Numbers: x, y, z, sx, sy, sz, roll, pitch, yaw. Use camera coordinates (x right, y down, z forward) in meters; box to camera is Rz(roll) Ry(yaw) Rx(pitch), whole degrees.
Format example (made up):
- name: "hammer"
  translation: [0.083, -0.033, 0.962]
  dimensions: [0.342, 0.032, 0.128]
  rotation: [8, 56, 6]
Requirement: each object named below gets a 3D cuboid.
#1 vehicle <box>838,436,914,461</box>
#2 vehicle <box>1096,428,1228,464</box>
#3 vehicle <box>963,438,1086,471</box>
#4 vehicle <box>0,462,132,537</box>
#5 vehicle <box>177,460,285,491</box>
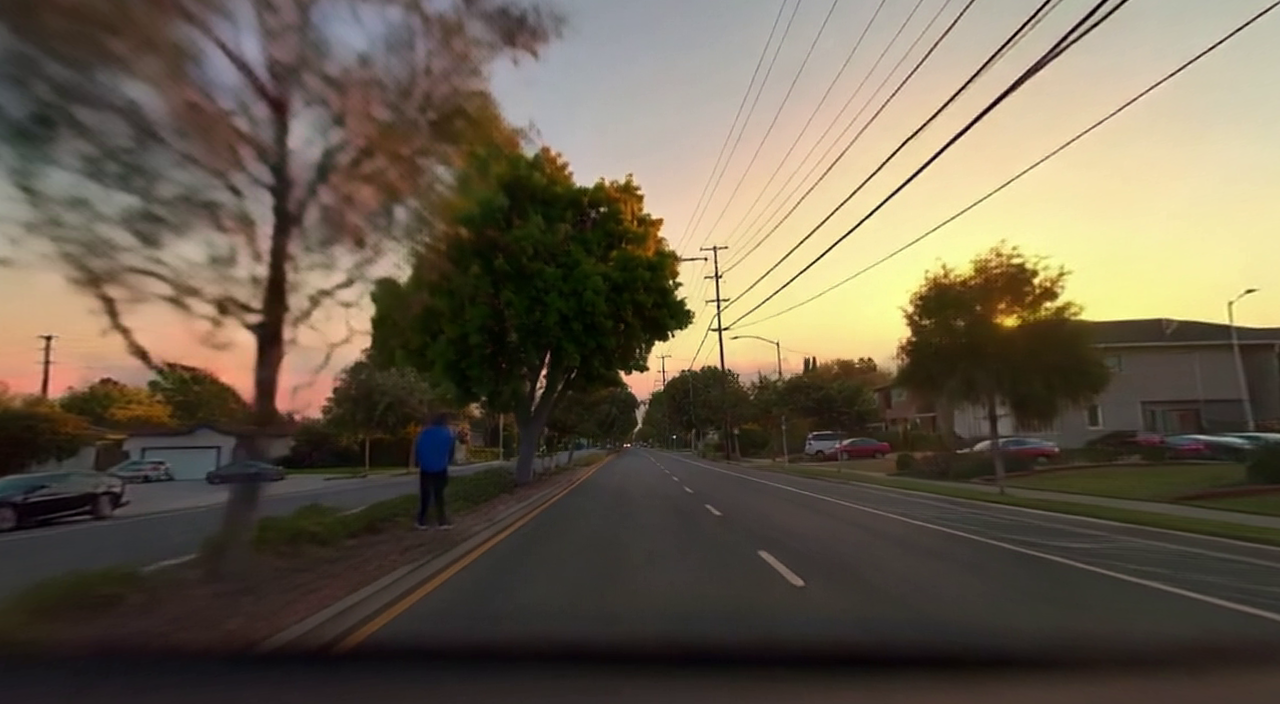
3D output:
- name: "vehicle"
  translation: [16.967, 6.967, 45.600]
  dimensions: [4.560, 1.725, 2.096]
  rotation: [0, -8, -3]
- name: "vehicle"
  translation: [31.280, 5.657, 38.121]
  dimensions: [2.206, 1.971, 5.600]
  rotation: [3, -9, -21]
- name: "vehicle"
  translation: [17.494, 4.682, 28.920]
  dimensions: [4.246, 1.427, 2.055]
  rotation: [0, -8, 0]
- name: "vehicle"
  translation: [-15.428, 3.684, 15.906]
  dimensions: [2.106, 1.517, 4.632]
  rotation: [-4, -8, -10]
- name: "vehicle"
  translation: [-21.863, 6.606, 33.985]
  dimensions: [4.354, 1.450, 2.043]
  rotation: [0, -10, -11]
